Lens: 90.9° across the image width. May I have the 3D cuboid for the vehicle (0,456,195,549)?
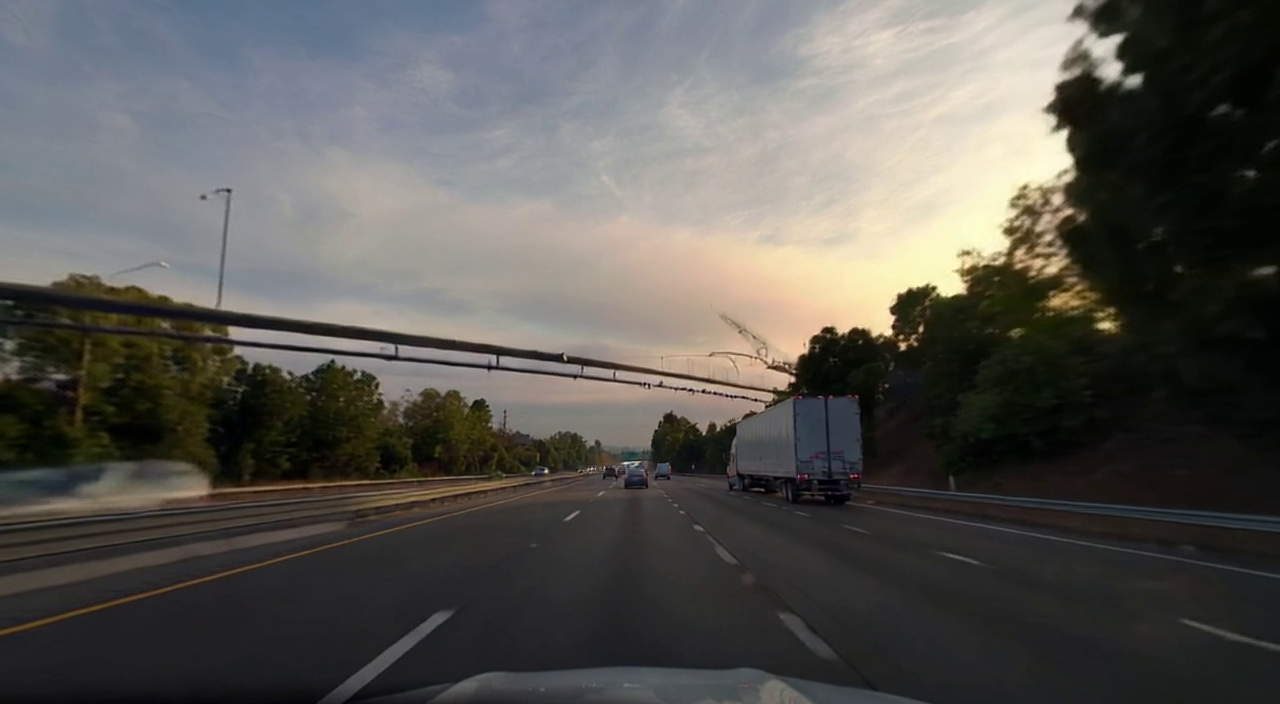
[{"bbox_3d":[-11.164,2.816,12.316,1.870,1.478,4.173,1,-10,-1],"label":"vehicle"}]

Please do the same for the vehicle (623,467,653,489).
[{"bbox_3d":[-0.151,9.065,45.577,2.029,1.459,3.684,1,-10,-1],"label":"vehicle"}]

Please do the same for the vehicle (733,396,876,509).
[{"bbox_3d":[7.018,4.920,29.992,2.926,4.073,13.836,1,-10,-1],"label":"vehicle"}]
